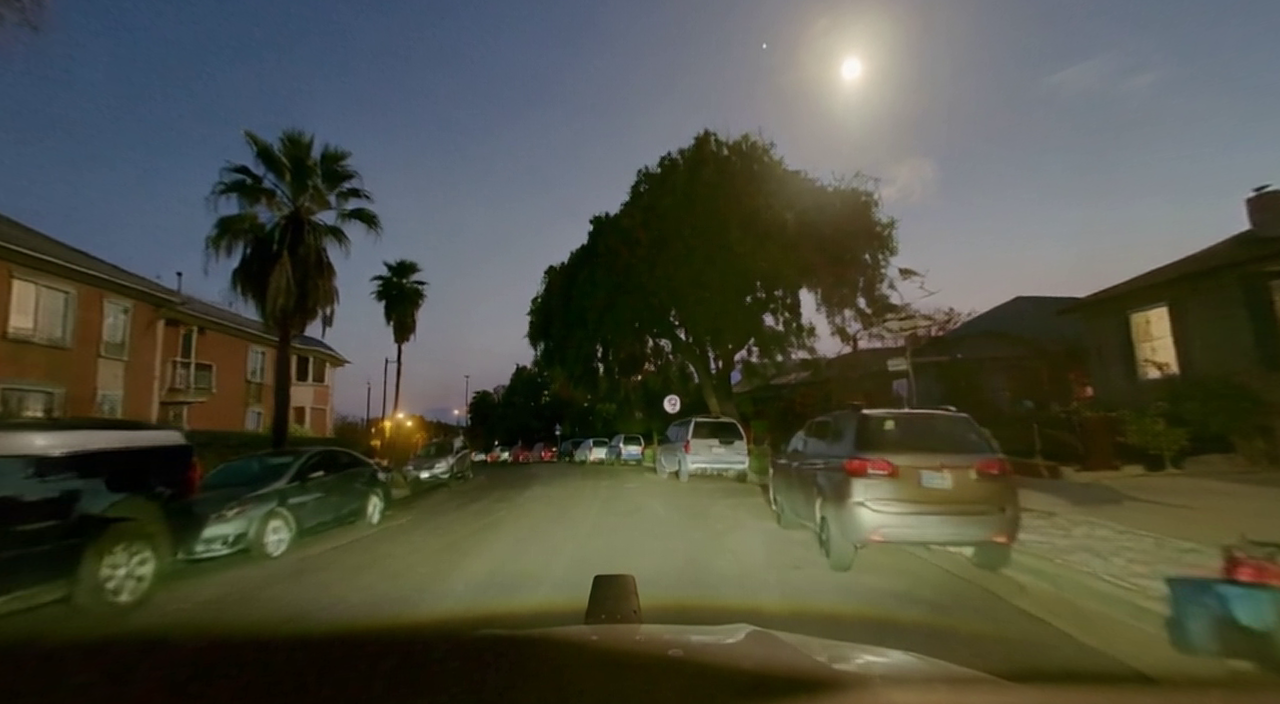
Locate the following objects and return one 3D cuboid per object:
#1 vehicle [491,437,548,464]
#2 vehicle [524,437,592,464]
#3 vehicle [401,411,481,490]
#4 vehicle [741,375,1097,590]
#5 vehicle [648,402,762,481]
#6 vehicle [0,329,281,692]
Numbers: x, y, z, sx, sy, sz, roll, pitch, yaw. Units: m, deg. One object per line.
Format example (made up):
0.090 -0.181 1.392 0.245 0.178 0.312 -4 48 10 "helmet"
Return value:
-8.276 6.718 42.966 1.918 1.753 4.655 6 -10 -37 "vehicle"
-5.093 6.025 38.536 2.108 1.503 4.977 5 -10 -33 "vehicle"
-7.425 3.714 23.803 2.337 2.289 6.092 -6 -7 -17 "vehicle"
2.519 1.343 7.235 2.076 1.658 4.604 0 -8 2 "vehicle"
1.716 2.659 18.657 2.139 1.997 4.864 1 -8 -9 "vehicle"
-5.249 0.878 3.237 2.624 2.178 6.522 -1 -8 4 "vehicle"
